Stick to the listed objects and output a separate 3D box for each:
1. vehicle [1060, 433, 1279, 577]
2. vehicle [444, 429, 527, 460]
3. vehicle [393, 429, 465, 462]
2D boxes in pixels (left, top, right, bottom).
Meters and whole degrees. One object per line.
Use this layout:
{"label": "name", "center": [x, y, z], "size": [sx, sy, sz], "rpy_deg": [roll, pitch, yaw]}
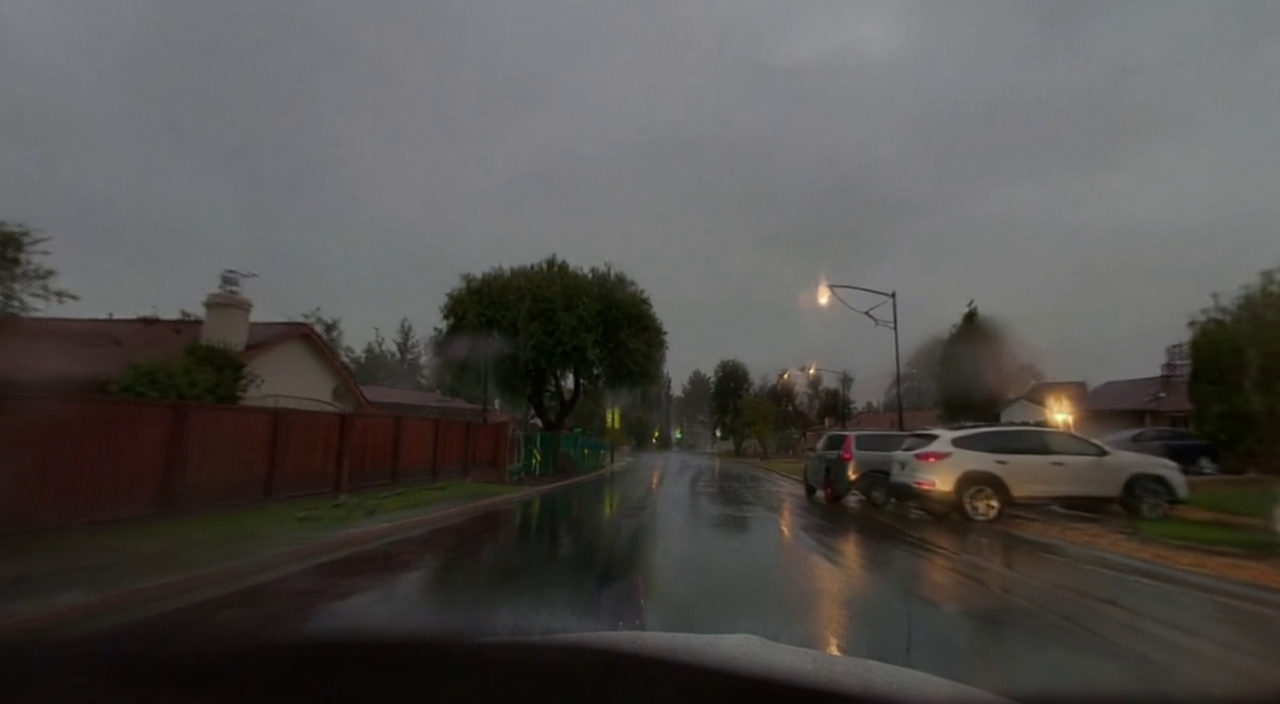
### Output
{"label": "vehicle", "center": [7.902, 1.930, 8.296], "size": [3.938, 1.473, 1.881], "rpy_deg": [5, -7, -17]}
{"label": "vehicle", "center": [-10.726, 6.409, 44.012], "size": [5.127, 1.796, 2.045], "rpy_deg": [3, -7, 5]}
{"label": "vehicle", "center": [-12.075, 5.370, 36.491], "size": [1.869, 1.646, 4.357], "rpy_deg": [3, -7, 11]}
